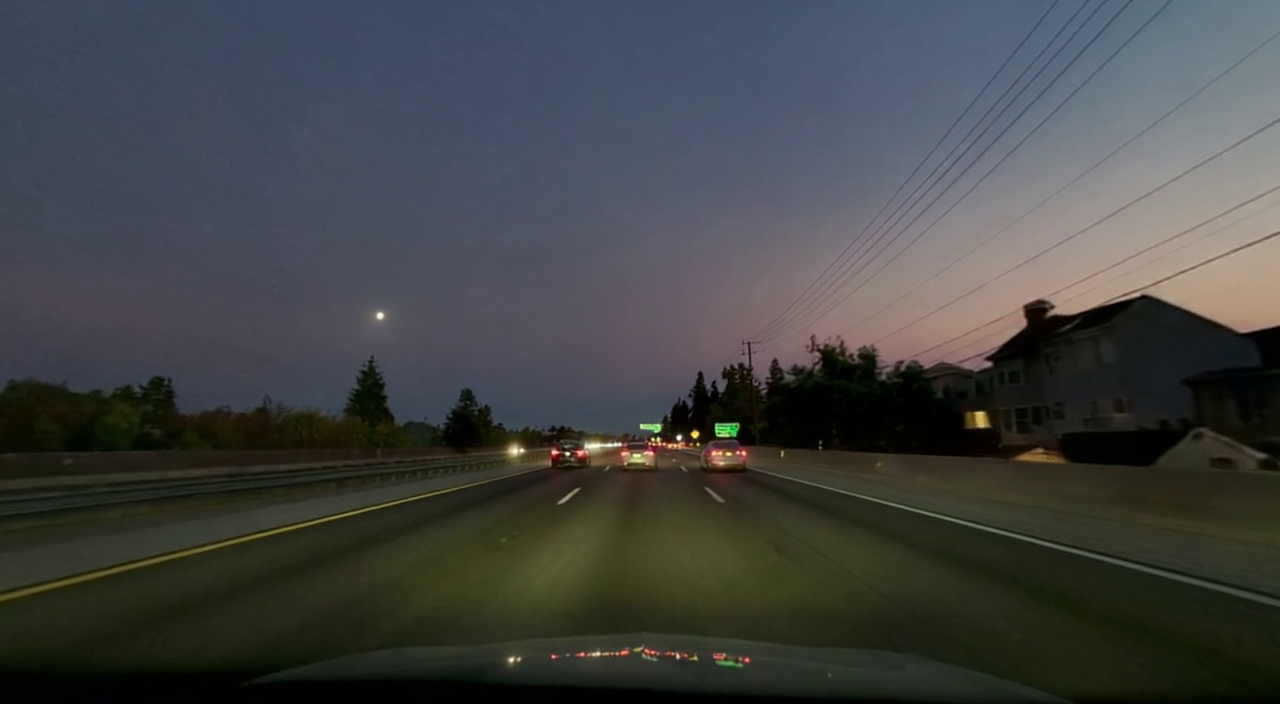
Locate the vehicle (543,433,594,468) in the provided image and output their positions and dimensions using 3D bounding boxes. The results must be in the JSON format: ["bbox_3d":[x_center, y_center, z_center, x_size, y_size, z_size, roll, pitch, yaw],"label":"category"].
[{"bbox_3d":[-3.857,5.430,34.904,2.217,1.773,4.553,0,-8,1],"label":"vehicle"}]

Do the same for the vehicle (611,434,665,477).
[{"bbox_3d":[-0.059,4.230,26.120,2.049,1.620,4.153,0,-8,1],"label":"vehicle"}]

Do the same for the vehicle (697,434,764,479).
[{"bbox_3d":[3.448,4.047,24.694,1.996,1.579,3.841,0,-8,-1],"label":"vehicle"}]
